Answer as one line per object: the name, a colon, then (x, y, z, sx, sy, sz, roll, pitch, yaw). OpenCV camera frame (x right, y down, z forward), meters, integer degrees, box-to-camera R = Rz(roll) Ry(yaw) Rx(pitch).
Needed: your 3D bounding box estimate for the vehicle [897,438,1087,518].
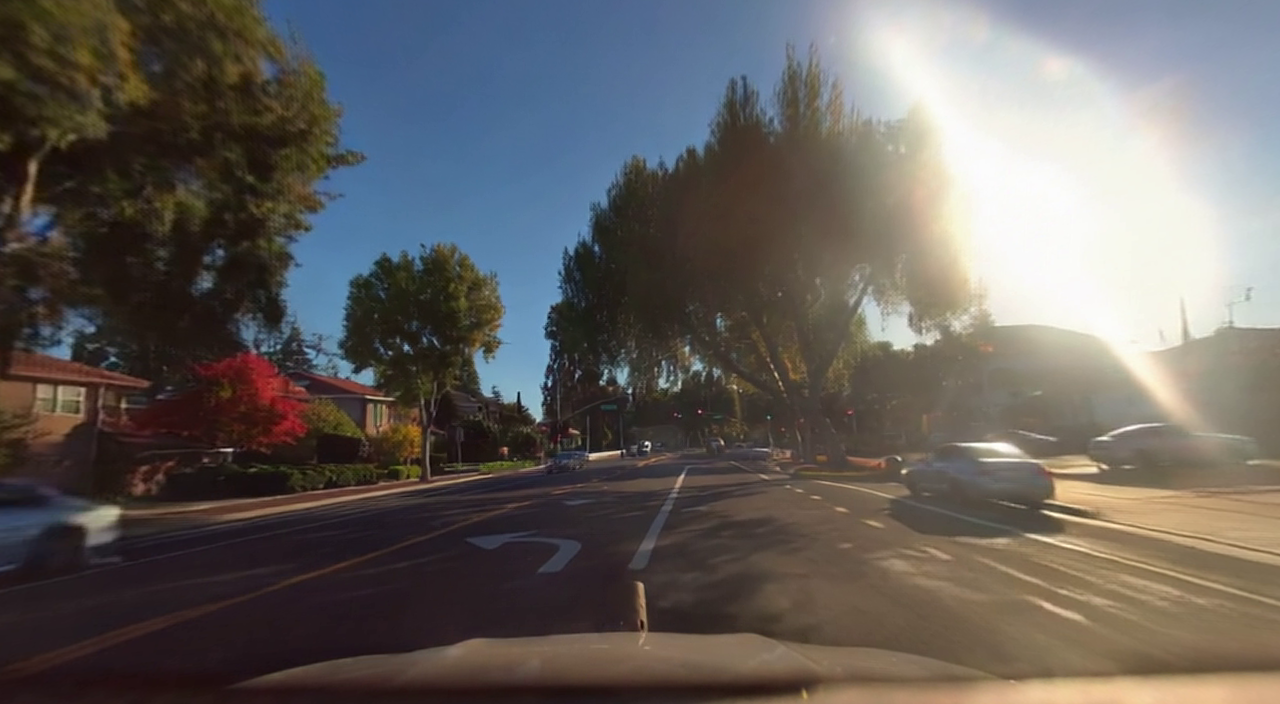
vehicle: (7.412, 2.664, 13.922, 1.917, 1.440, 4.335, 0, -9, 4)

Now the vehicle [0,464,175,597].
vehicle: (-8.670, 2.136, 7.425, 2.067, 1.491, 4.807, -2, -9, 16)

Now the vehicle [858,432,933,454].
vehicle: (18.896, 6.751, 46.875, 4.702, 1.595, 1.986, -1, -9, 5)

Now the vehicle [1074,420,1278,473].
vehicle: (15.904, 2.838, 18.988, 4.164, 1.470, 1.921, -1, -9, 7)
